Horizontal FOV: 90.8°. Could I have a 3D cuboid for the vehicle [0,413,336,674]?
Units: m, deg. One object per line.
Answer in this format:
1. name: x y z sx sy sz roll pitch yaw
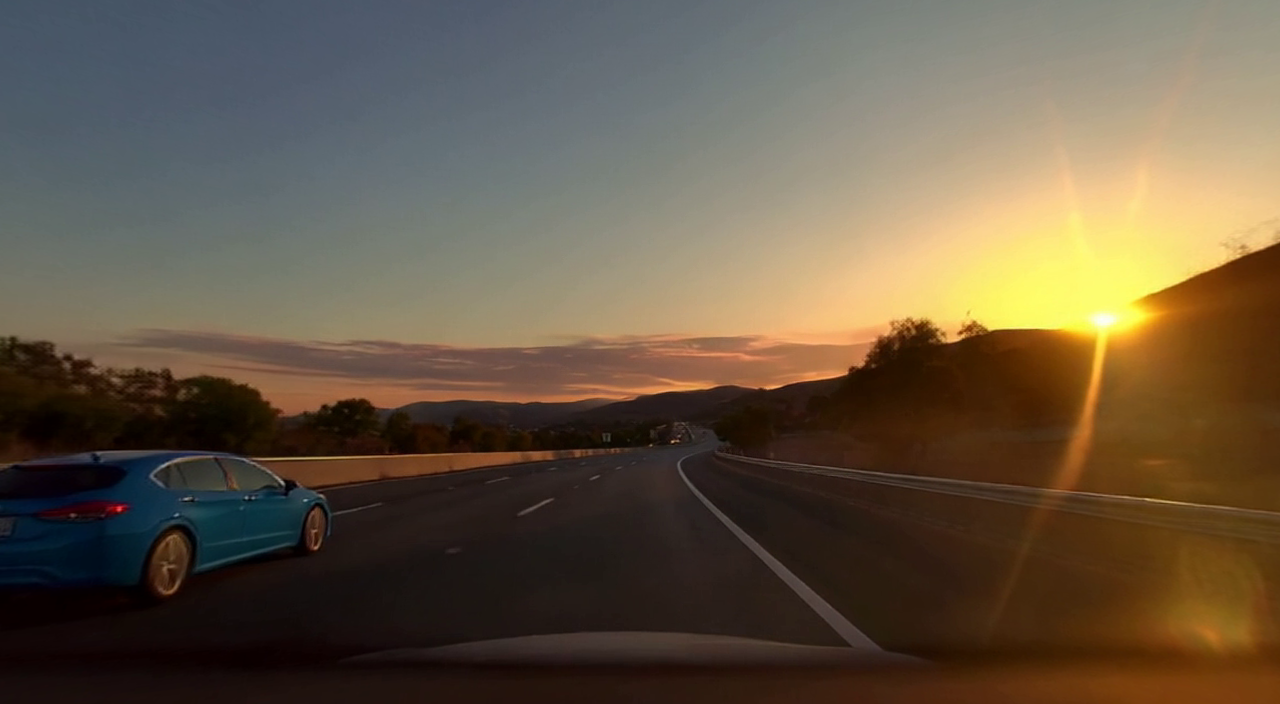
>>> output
1. vehicle: -4.624 1.401 5.611 1.928 1.504 3.745 0 -9 0
